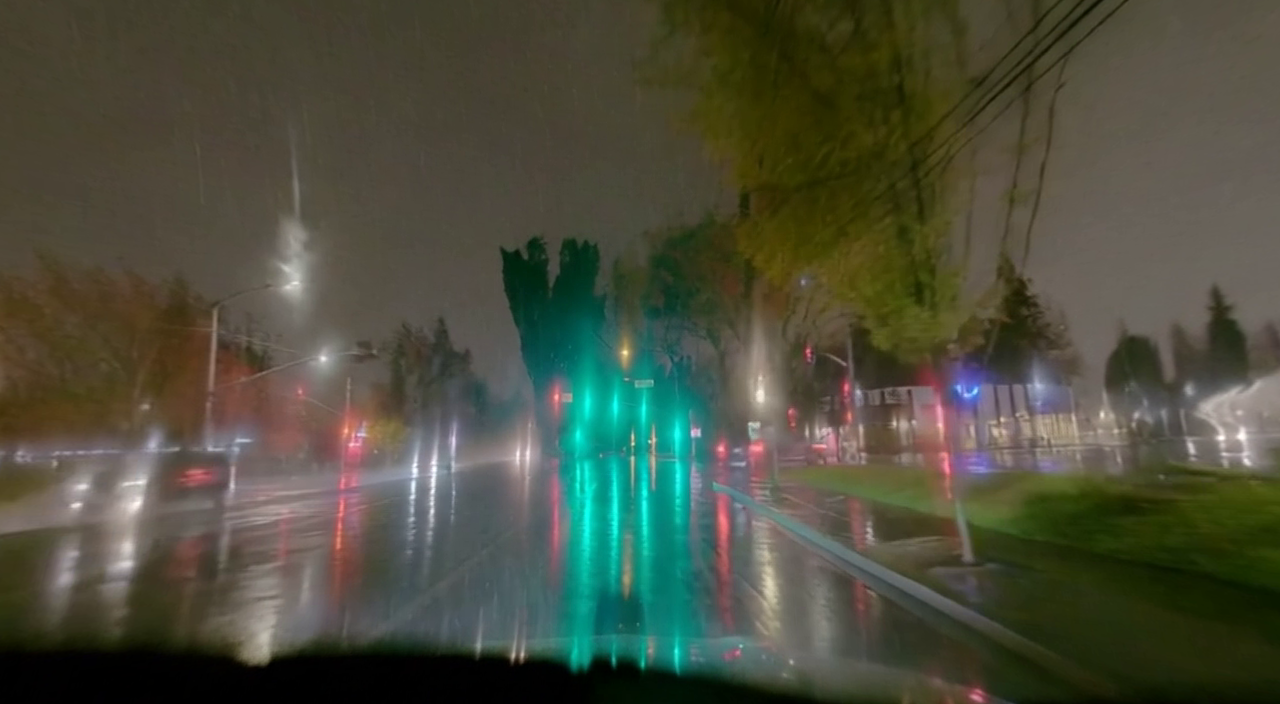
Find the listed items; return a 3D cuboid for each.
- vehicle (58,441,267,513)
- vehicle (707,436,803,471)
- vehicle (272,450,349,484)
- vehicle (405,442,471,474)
[{"bbox_3d":[-12.499,3.263,16.979,2.145,1.660,4.423,0,-9,0],"label":"vehicle"},{"bbox_3d":[5.825,5.099,31.823,4.361,1.607,2.191,5,-10,-32],"label":"vehicle"},{"bbox_3d":[-16.775,5.821,32.285,1.768,1.532,4.216,-1,-8,-1],"label":"vehicle"},{"bbox_3d":[-12.083,6.378,38.061,2.333,1.775,4.889,0,-9,0],"label":"vehicle"}]
